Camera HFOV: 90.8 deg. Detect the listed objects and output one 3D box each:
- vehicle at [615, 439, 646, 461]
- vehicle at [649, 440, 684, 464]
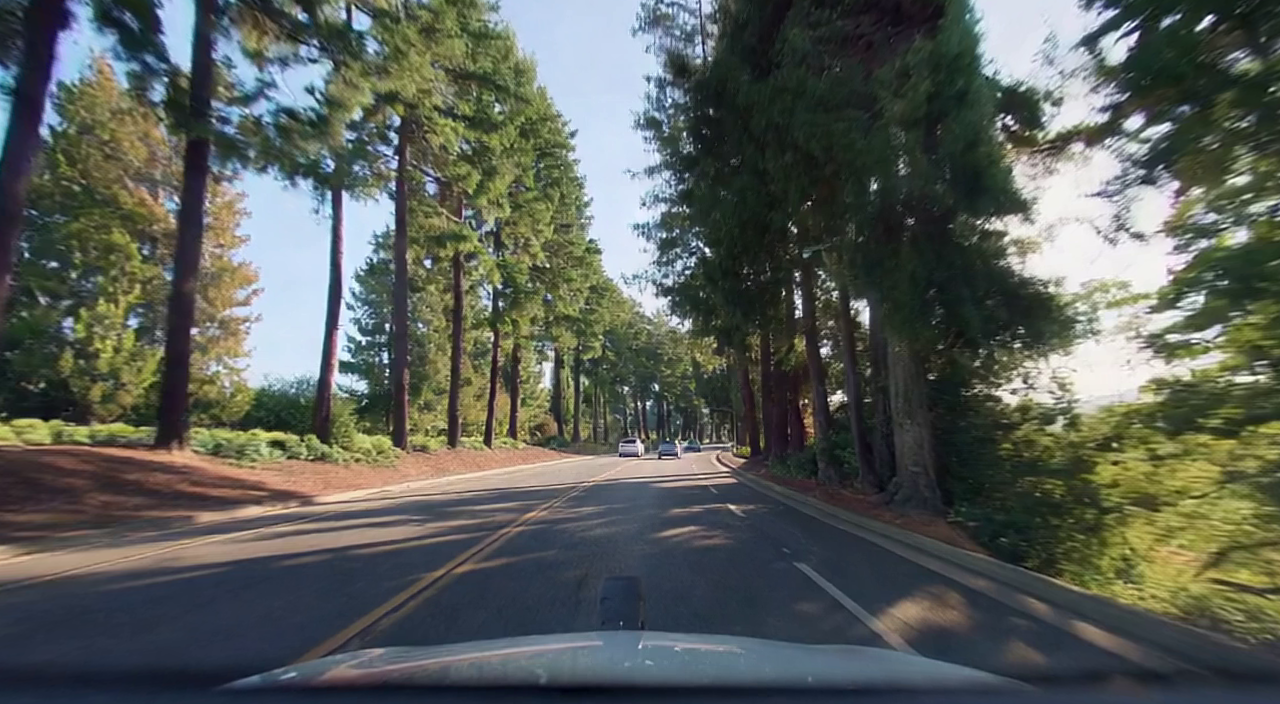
[{"bbox_3d":[-0.676,7.631,49.311,1.863,1.557,3.926,-1,-8,7],"label":"vehicle"},{"bbox_3d":[1.755,6.438,40.773,2.071,1.474,4.047,-1,-8,5],"label":"vehicle"}]
